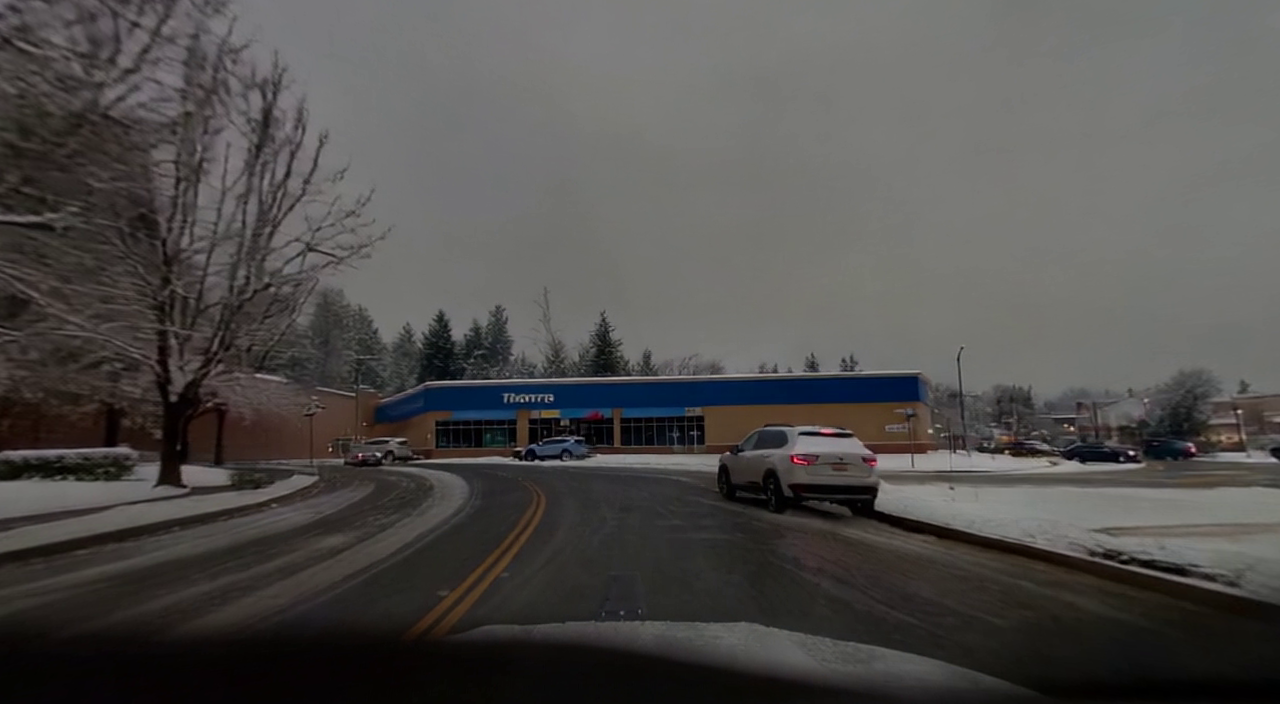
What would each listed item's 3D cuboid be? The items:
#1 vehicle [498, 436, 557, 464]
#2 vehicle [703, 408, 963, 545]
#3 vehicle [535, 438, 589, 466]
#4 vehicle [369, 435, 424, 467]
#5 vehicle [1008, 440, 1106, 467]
[{"bbox_3d":[-7.929,6.842,44.168,2.278,1.805,4.950,5,-10,-33],"label":"vehicle"},{"bbox_3d":[2.848,2.022,10.968,2.292,1.767,5.128,1,-9,-8],"label":"vehicle"},{"bbox_3d":[-4.888,6.176,39.126,2.007,1.639,4.444,4,-9,-25],"label":"vehicle"},{"bbox_3d":[-16.148,6.493,41.708,2.319,1.976,4.839,5,-10,-33],"label":"vehicle"},{"bbox_3d":[26.035,6.339,39.558,4.800,1.574,1.815,-8,-12,43],"label":"vehicle"}]
